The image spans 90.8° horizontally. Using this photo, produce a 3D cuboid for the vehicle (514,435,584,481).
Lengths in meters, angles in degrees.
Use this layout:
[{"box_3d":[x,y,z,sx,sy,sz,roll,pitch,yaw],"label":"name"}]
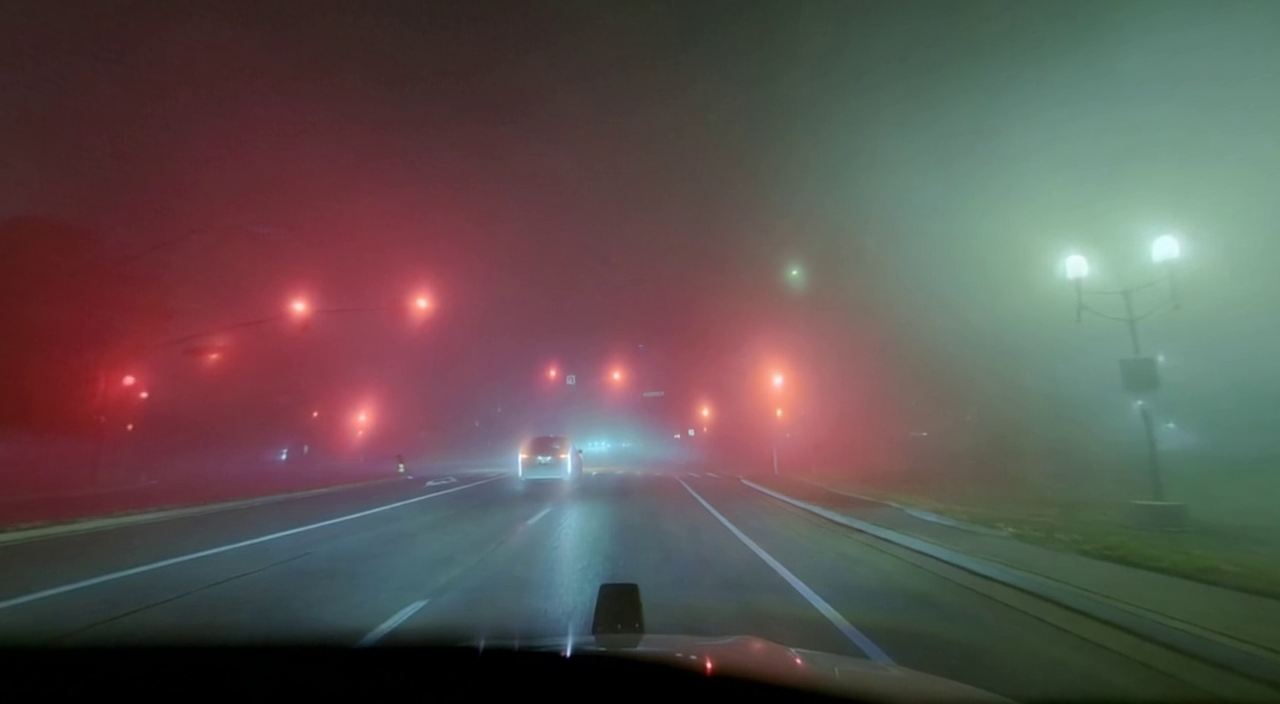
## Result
[{"box_3d":[-3.395,4.067,24.438,2.076,1.599,4.483,0,-9,0],"label":"vehicle"}]
